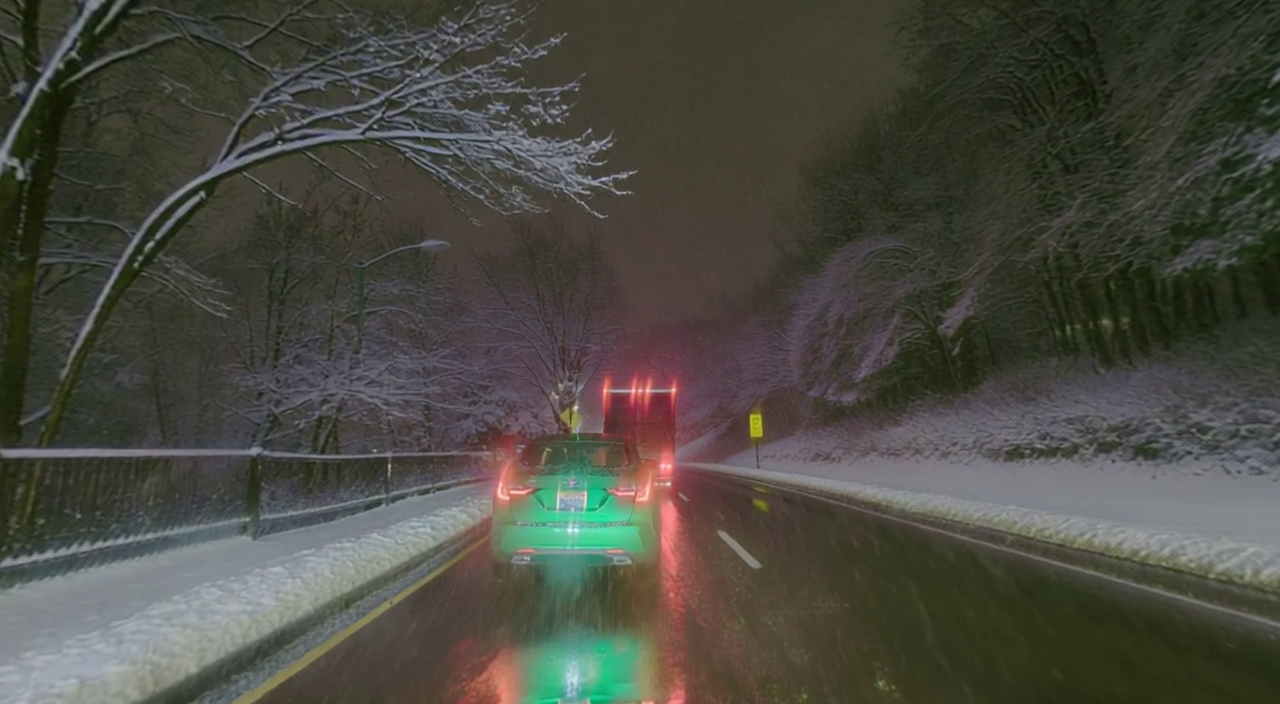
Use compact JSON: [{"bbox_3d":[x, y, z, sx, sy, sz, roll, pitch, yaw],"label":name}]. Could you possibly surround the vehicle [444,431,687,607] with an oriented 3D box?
[{"bbox_3d":[-0.627,1.746,7.504,2.076,1.490,4.078,0,-9,0],"label":"vehicle"}]
